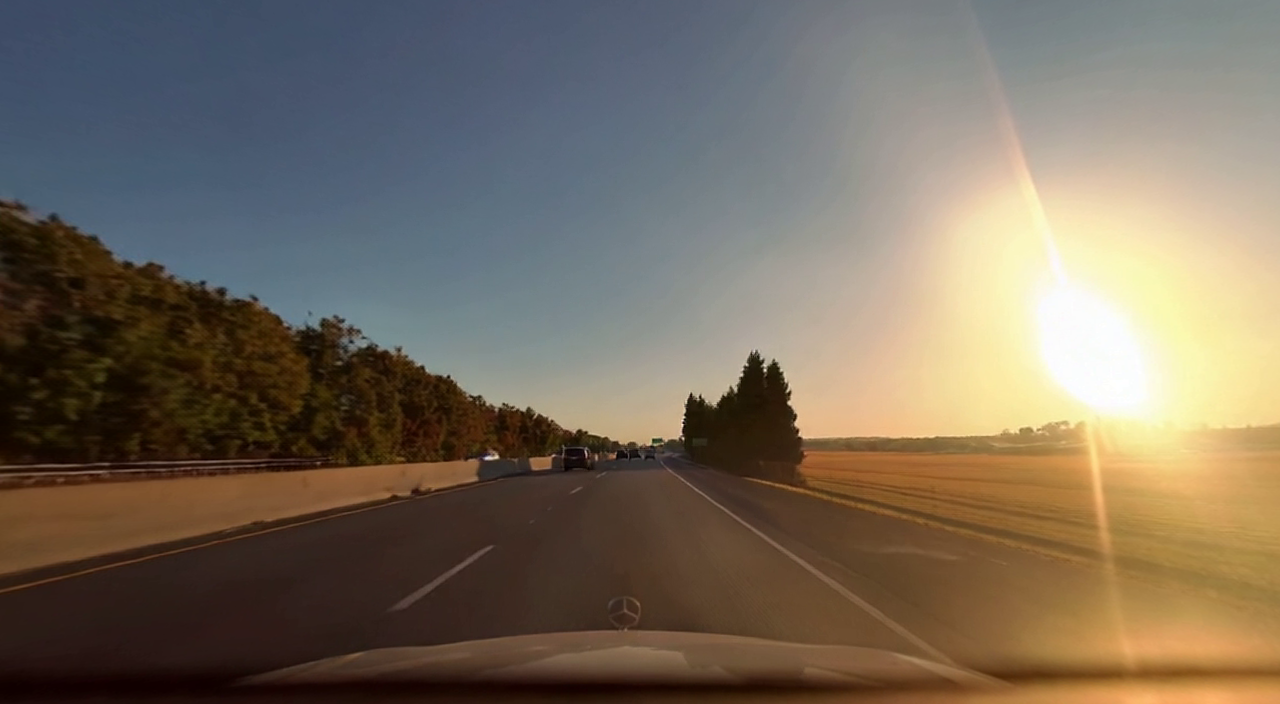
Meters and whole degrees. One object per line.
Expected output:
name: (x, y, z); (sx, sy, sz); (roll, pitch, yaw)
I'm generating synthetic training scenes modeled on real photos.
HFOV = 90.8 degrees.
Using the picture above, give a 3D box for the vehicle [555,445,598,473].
vehicle: (-4.026, 6.879, 40.821); (2.188, 1.692, 4.623); (0, -9, 2)
